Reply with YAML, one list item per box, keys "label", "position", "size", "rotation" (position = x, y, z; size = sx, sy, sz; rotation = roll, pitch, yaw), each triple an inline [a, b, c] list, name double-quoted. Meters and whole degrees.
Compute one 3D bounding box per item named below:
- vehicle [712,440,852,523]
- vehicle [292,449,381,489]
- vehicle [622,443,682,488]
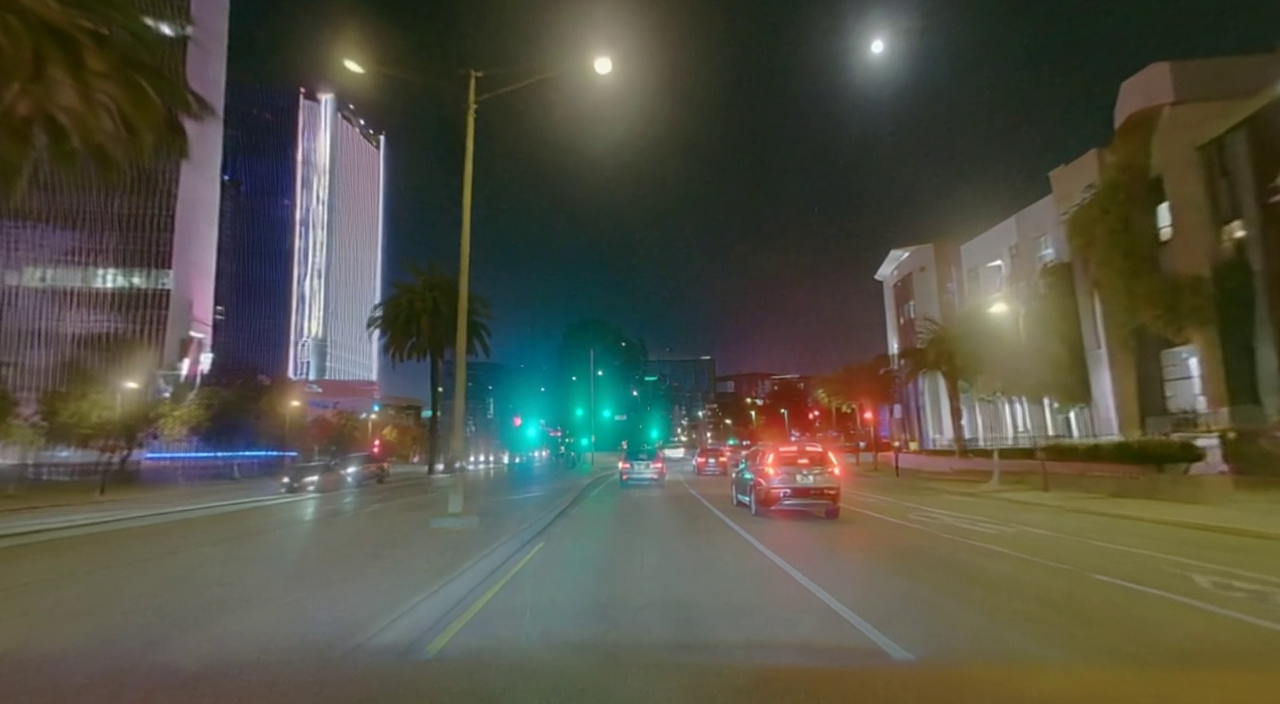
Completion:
- label: "vehicle"
  position: [2.883, 2.761, 14.068]
  size: [2.051, 1.509, 4.933]
  rotation: [0, -9, 1]
- label: "vehicle"
  position: [-15.516, 5.974, 32.589]
  size: [2.048, 1.830, 5.136]
  rotation: [-1, -9, 0]
- label: "vehicle"
  position: [0.508, 4.246, 23.829]
  size: [2.077, 1.518, 3.760]
  rotation: [-1, -9, 3]
